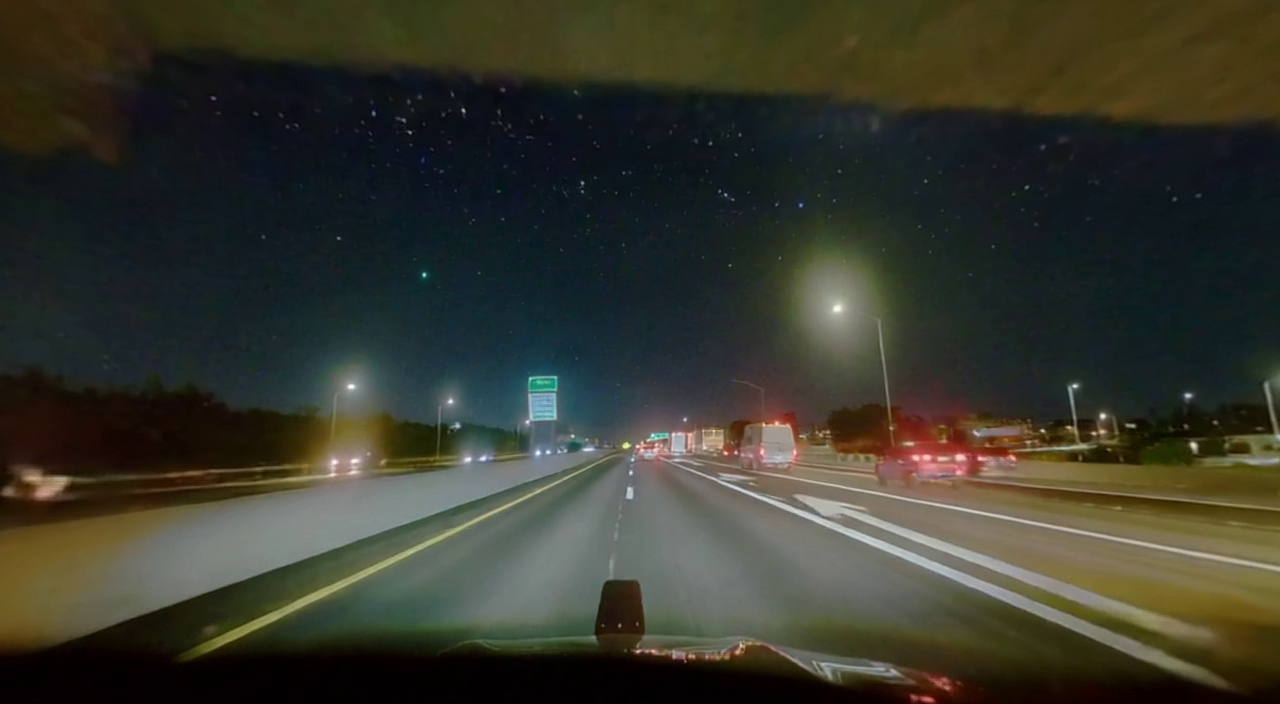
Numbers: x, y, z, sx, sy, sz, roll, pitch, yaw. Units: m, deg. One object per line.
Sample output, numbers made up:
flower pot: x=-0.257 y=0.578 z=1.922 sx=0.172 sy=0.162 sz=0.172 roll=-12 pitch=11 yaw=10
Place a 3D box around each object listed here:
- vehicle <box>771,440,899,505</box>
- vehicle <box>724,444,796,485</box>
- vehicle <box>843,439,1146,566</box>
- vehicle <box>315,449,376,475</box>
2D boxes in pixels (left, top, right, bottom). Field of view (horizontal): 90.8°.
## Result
vehicle: x=5.137 y=3.234 z=17.480 sx=1.915 sy=1.512 sz=4.812 roll=0 pitch=-8 yaw=-1
vehicle: x=4.762 y=4.510 z=25.710 sx=1.927 sy=1.489 sz=4.478 roll=0 pitch=-8 yaw=-1
vehicle: x=4.833 y=2.077 z=9.562 sx=1.987 sy=1.448 sz=4.356 roll=0 pitch=-8 yaw=-1
vehicle: x=-20.784 y=7.752 z=44.773 sx=1.922 sy=1.747 sz=4.705 roll=0 pitch=-8 yaw=2
